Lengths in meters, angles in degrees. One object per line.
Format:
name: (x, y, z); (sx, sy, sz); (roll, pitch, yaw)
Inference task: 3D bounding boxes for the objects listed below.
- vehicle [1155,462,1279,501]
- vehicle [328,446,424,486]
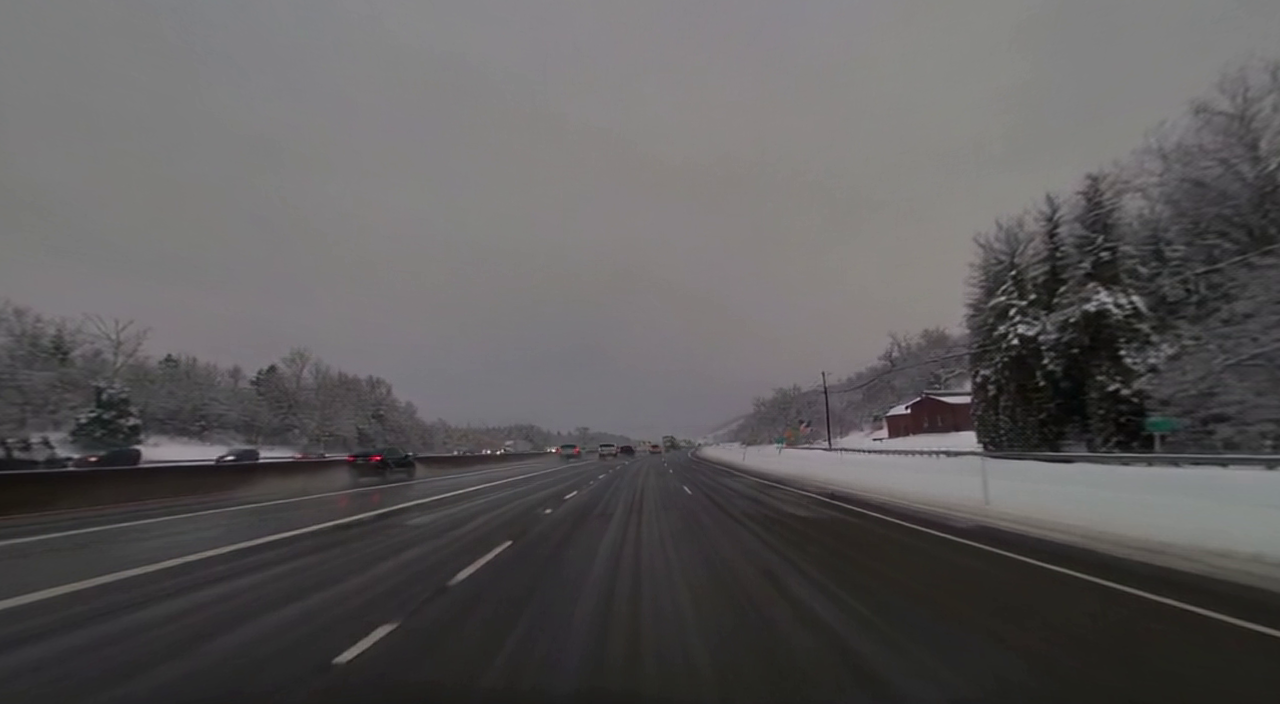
vehicle: (26.145, 5.813, 28.595); (1.839, 1.492, 4.418); (-1, -8, 1)
vehicle: (-10.642, 4.609, 25.842); (1.927, 1.454, 4.395); (-1, -8, 1)
